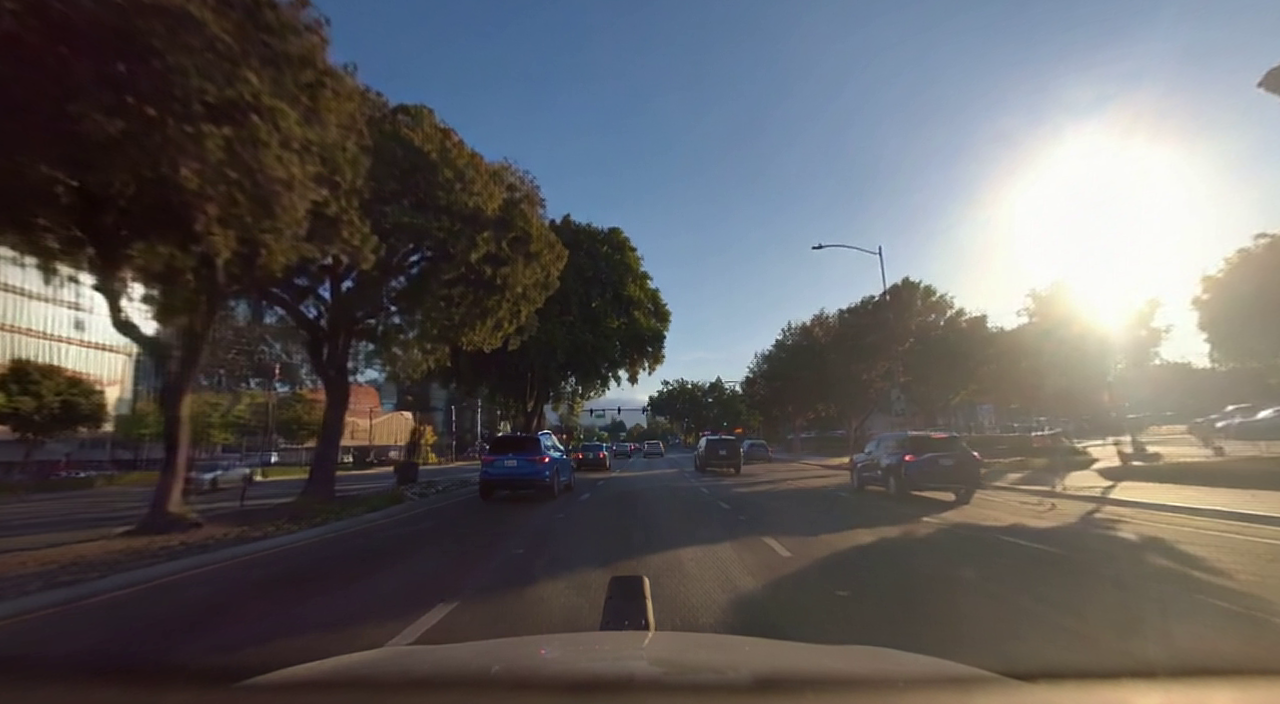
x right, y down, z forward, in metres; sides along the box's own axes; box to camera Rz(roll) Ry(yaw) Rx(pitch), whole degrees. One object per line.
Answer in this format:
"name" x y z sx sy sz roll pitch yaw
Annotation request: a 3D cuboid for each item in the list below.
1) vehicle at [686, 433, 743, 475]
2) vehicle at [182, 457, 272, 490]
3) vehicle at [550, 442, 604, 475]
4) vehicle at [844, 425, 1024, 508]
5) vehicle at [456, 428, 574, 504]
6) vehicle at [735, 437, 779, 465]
"vehicle" 3.465 4.885 30.252 2.178 1.804 4.766 0 -9 0
"vehicle" -23.147 6.787 35.583 1.983 1.494 4.832 -4 -9 -1
"vehicle" -2.951 5.122 30.490 2.036 1.465 4.301 -1 -9 2
"vehicle" 6.707 2.671 15.086 2.088 1.666 4.512 0 -9 -1
"vehicle" -3.092 2.957 16.700 2.141 1.719 4.379 0 -9 1
"vehicle" 7.728 6.605 42.057 2.076 1.793 4.464 0 -9 0
